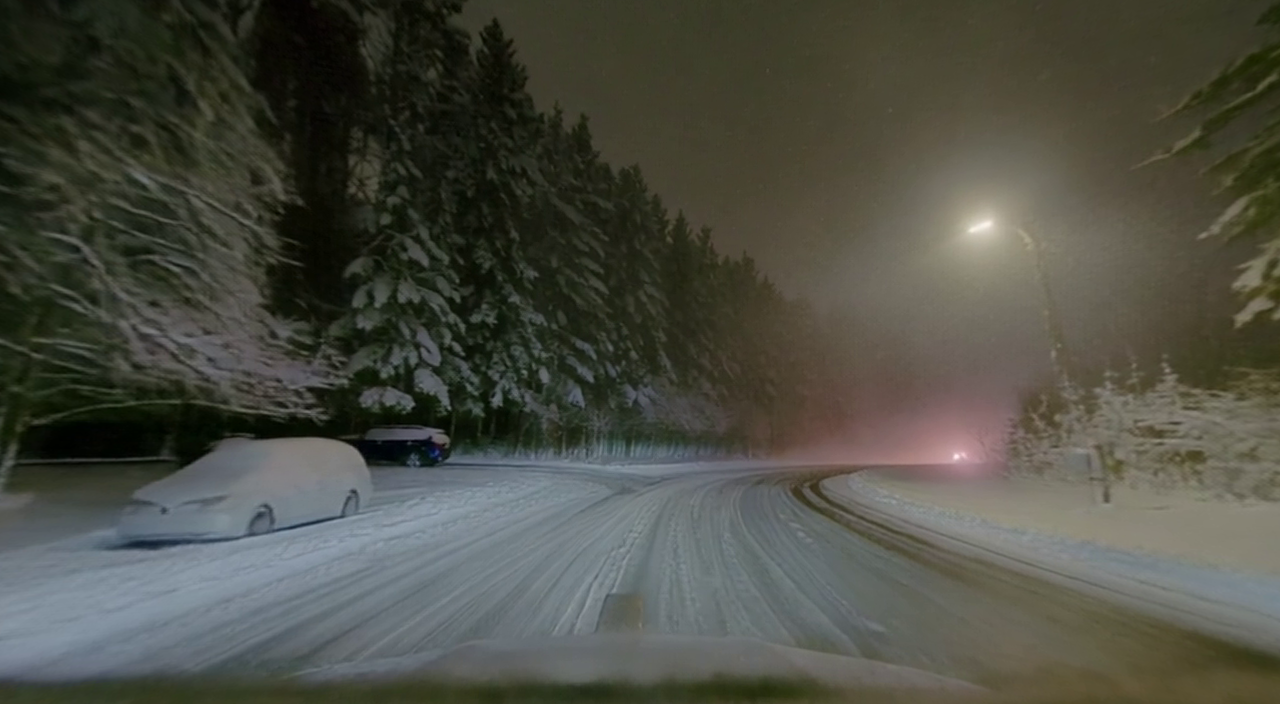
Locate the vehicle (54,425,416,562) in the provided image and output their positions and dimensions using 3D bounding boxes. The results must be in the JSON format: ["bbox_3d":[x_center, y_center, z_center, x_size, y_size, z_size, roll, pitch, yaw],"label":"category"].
[{"bbox_3d":[-5.436,1.983,9.529,2.166,1.512,4.822,0,-9,2],"label":"vehicle"}]
